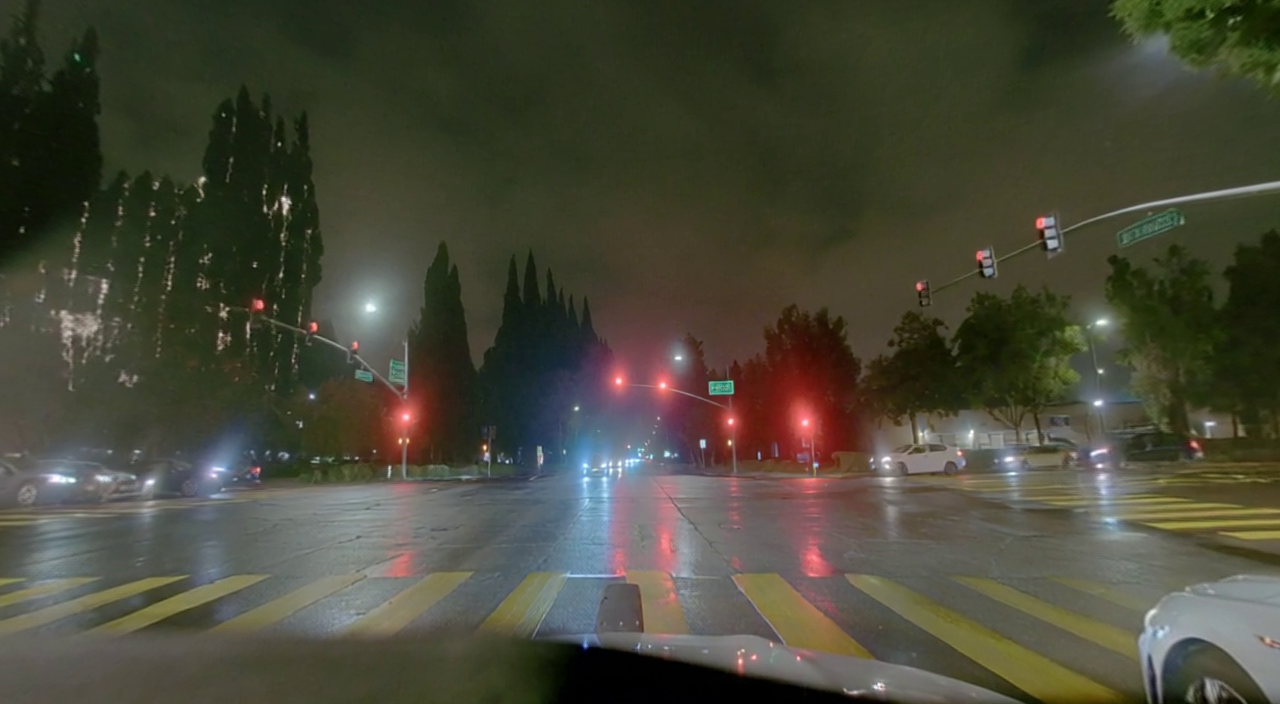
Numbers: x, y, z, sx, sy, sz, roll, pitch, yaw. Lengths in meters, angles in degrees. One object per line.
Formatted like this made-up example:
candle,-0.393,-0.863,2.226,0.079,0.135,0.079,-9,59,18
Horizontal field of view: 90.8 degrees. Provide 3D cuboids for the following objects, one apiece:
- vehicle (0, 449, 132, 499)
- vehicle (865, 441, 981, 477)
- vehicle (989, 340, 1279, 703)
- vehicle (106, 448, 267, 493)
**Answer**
vehicle,-22.058,4.442,23.238,4.748,1.727,2.325,0,-8,1
vehicle,15.605,5.927,35.123,5.220,1.897,2.596,0,-8,0
vehicle,3.632,0.868,2.738,2.227,1.705,4.719,-2,-8,10
vehicle,-18.936,4.986,26.632,4.798,1.763,2.536,0,-10,0
